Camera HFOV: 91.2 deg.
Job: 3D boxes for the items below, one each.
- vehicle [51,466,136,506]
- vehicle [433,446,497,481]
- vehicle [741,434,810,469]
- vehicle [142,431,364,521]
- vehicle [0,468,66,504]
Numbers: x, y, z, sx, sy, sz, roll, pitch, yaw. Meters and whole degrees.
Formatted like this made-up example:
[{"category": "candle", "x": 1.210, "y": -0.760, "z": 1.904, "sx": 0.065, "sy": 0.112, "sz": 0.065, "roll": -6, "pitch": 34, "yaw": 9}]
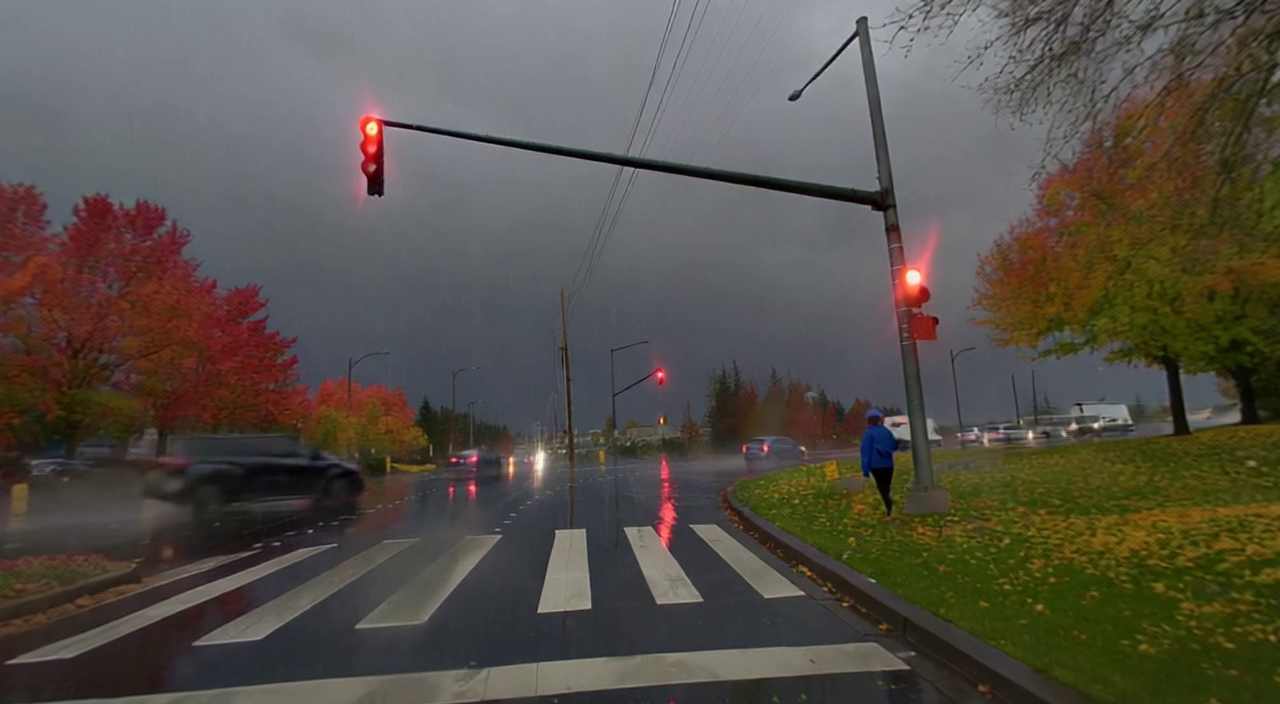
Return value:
[{"category": "vehicle", "x": -25.377, "y": 6.191, "z": 29.281, "sx": 1.694, "sy": 1.528, "sz": 4.225, "roll": 3, "pitch": -9, "yaw": -23}, {"category": "vehicle", "x": -8.927, "y": 5.693, "z": 32.294, "sx": 1.832, "sy": 1.674, "sz": 3.805, "roll": -1, "pitch": -9, "yaw": 6}, {"category": "vehicle", "x": 7.812, "y": 5.675, "z": 35.883, "sx": 1.988, "sy": 1.853, "sz": 4.314, "roll": -8, "pitch": -11, "yaw": 39}, {"category": "vehicle", "x": -9.592, "y": 3.030, "z": 15.867, "sx": 1.942, "sy": 1.920, "sz": 4.263, "roll": -8, "pitch": -11, "yaw": 39}, {"category": "vehicle", "x": -30.295, "y": 6.459, "z": 30.356, "sx": 1.800, "sy": 1.520, "sz": 3.968, "roll": 2, "pitch": -9, "yaw": -13}]
